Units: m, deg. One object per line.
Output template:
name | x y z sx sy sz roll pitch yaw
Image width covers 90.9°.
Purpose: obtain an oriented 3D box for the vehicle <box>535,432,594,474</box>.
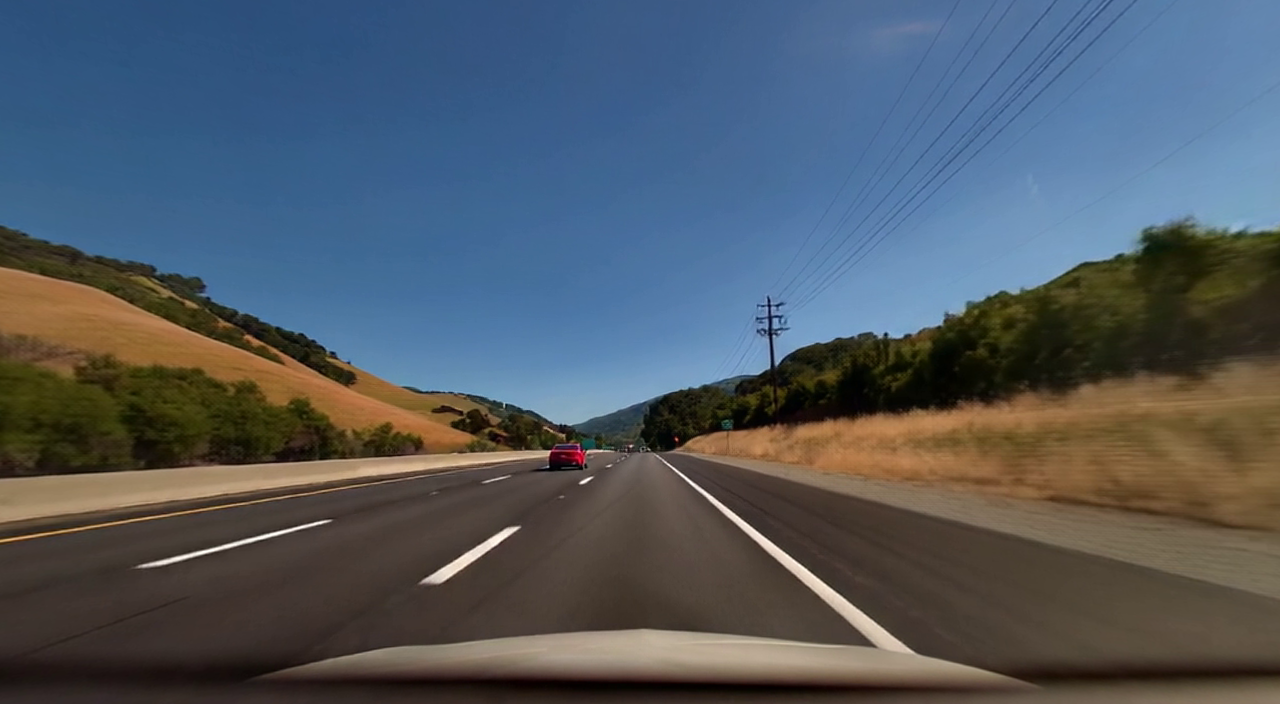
vehicle | -3.482 4.778 30.041 2.136 1.845 4.515 0 -8 1
